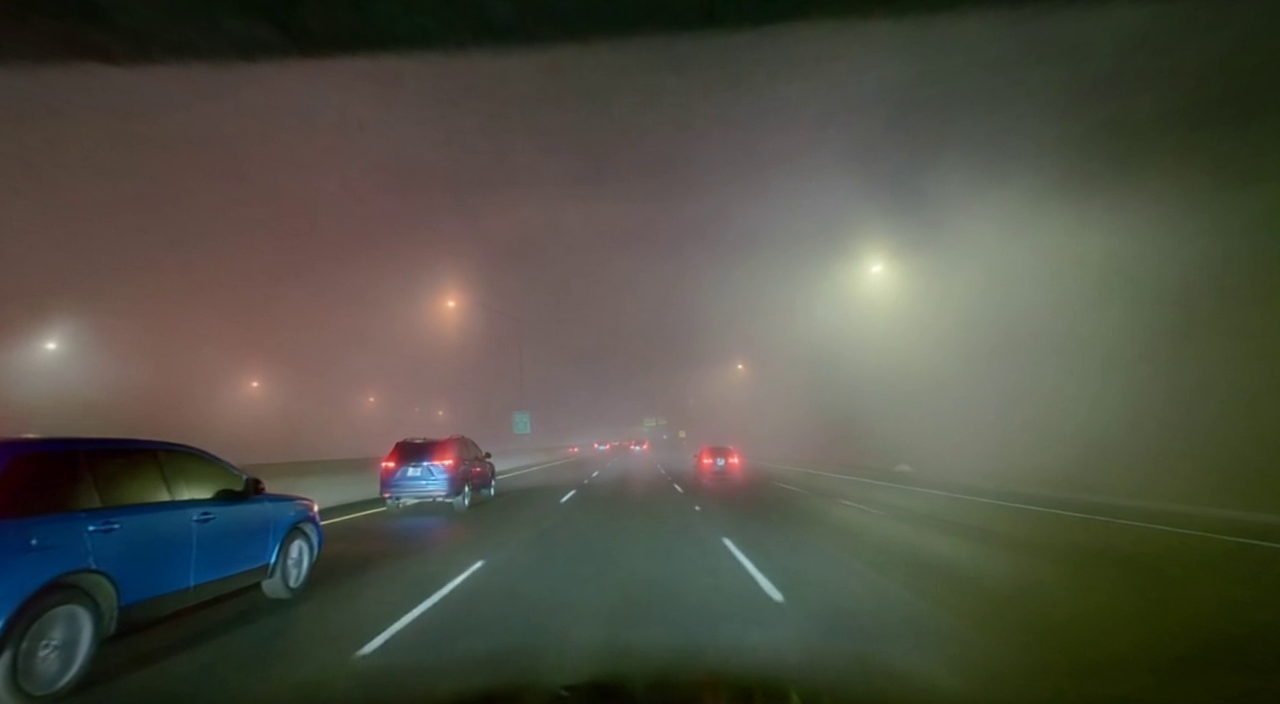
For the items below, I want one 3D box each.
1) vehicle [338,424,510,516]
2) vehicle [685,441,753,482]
[{"bbox_3d":[-4.367,2.443,13.596,2.193,1.641,4.077,0,-8,1],"label":"vehicle"},{"bbox_3d":[2.993,4.244,24.889,2.083,1.453,4.307,0,-8,-1],"label":"vehicle"}]
